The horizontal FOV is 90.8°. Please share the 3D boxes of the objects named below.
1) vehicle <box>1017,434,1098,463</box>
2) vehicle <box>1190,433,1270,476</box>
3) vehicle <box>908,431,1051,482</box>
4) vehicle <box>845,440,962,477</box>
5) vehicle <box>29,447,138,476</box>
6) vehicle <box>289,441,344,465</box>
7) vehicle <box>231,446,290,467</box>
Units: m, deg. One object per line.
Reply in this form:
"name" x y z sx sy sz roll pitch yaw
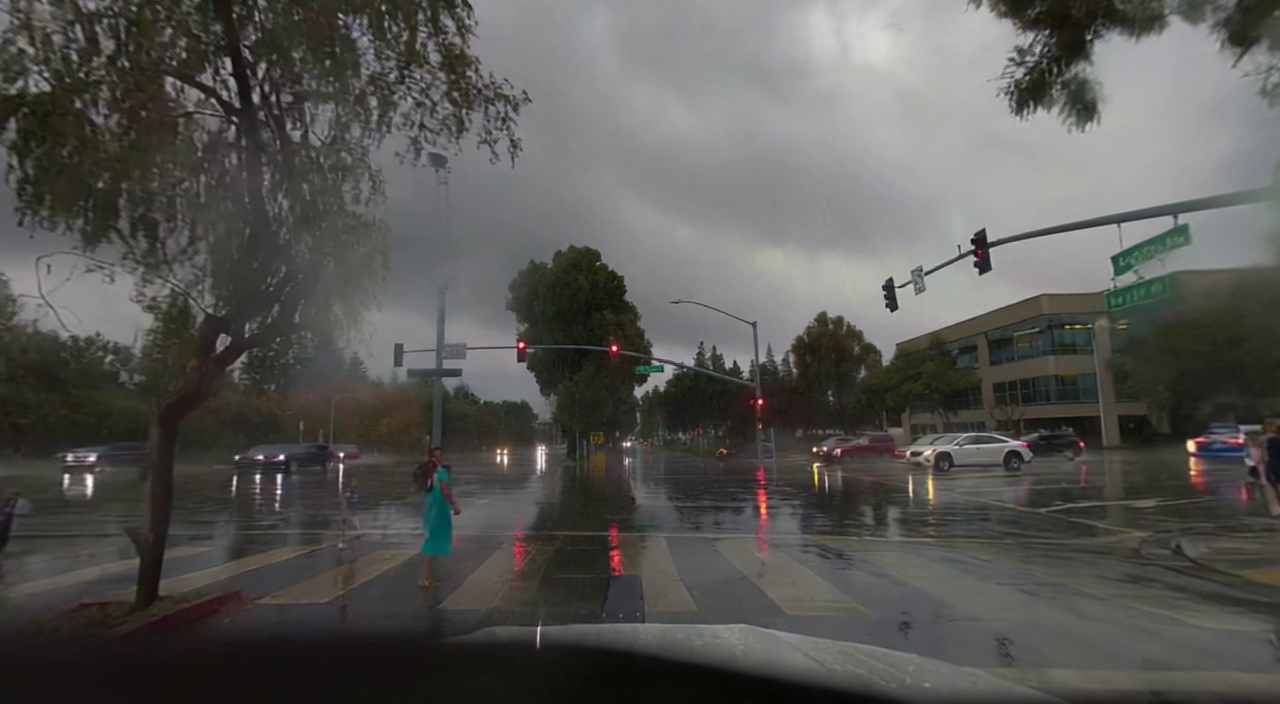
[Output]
"vehicle" 27.881 6.451 42.393 2.066 1.821 4.509 1 -8 -6
"vehicle" 23.360 4.039 25.183 2.007 1.540 4.312 -7 -11 40
"vehicle" 12.899 3.921 24.046 4.742 1.762 2.180 3 -9 -22
"vehicle" 11.438 4.621 27.552 4.317 1.491 1.896 1 -9 -11
"vehicle" -30.771 6.045 35.147 1.811 1.438 4.812 0 -8 -2
"vehicle" -24.299 7.579 47.641 1.903 1.652 4.442 0 -8 -3
"vehicle" -27.694 7.619 46.212 1.817 1.431 4.239 0 -8 -2
